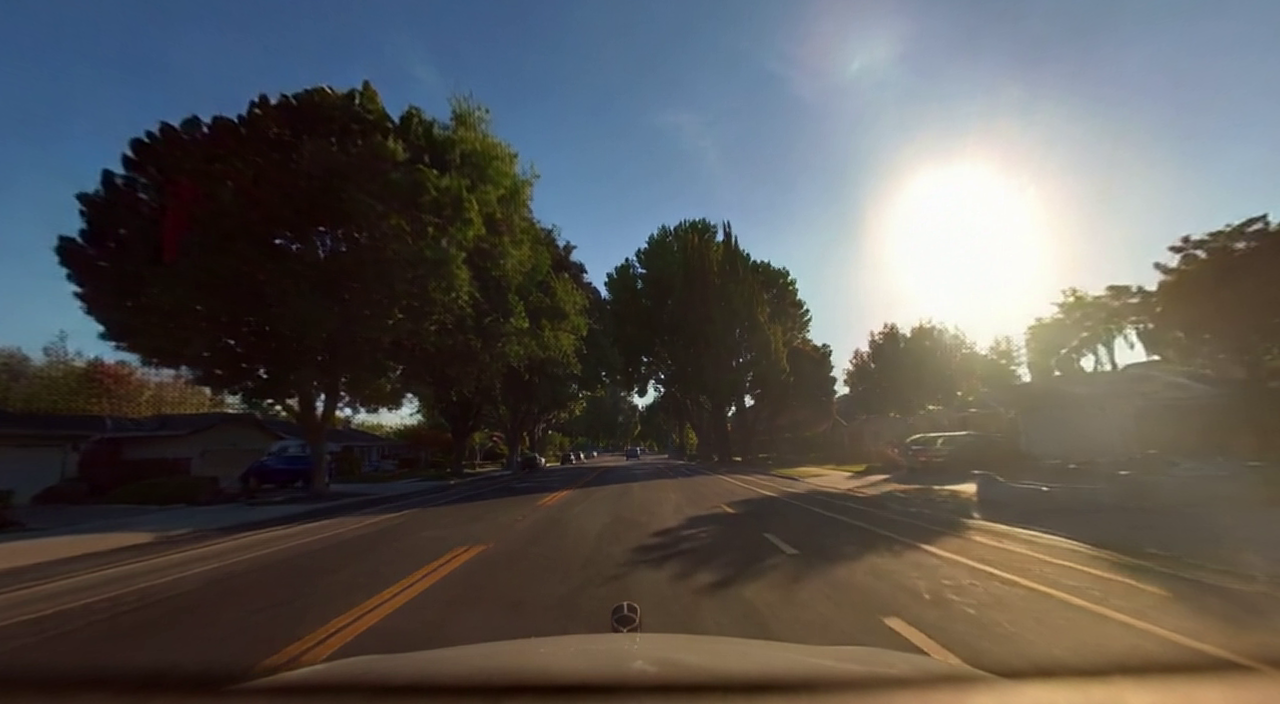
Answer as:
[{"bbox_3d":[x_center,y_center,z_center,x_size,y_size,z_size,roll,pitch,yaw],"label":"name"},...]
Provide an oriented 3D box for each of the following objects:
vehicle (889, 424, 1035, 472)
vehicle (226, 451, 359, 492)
[{"bbox_3d":[11.976,3.602,23.721,4.392,1.685,1.959,0,-9,-4],"label":"vehicle"},{"bbox_3d":[-15.686,5.393,28.716,4.859,1.780,2.031,-1,-9,2],"label":"vehicle"}]
